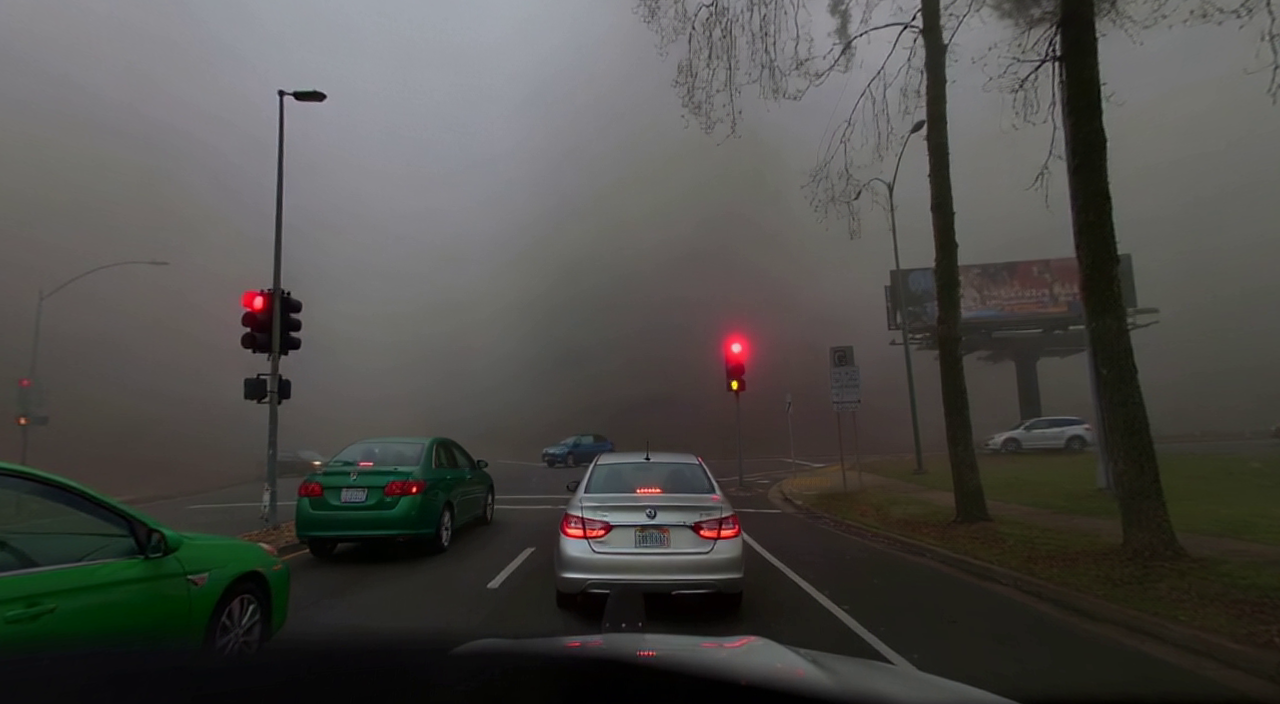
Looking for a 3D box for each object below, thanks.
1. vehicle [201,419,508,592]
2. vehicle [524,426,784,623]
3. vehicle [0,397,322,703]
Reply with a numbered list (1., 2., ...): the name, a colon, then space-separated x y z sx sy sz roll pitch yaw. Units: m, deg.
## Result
1. vehicle: -3.169 1.783 8.126 1.950 1.628 4.082 -1 -9 1
2. vehicle: 0.039 1.586 6.618 1.977 1.467 3.474 0 -9 -2
3. vehicle: -3.157 0.961 2.410 1.808 1.520 3.846 -1 -9 1
